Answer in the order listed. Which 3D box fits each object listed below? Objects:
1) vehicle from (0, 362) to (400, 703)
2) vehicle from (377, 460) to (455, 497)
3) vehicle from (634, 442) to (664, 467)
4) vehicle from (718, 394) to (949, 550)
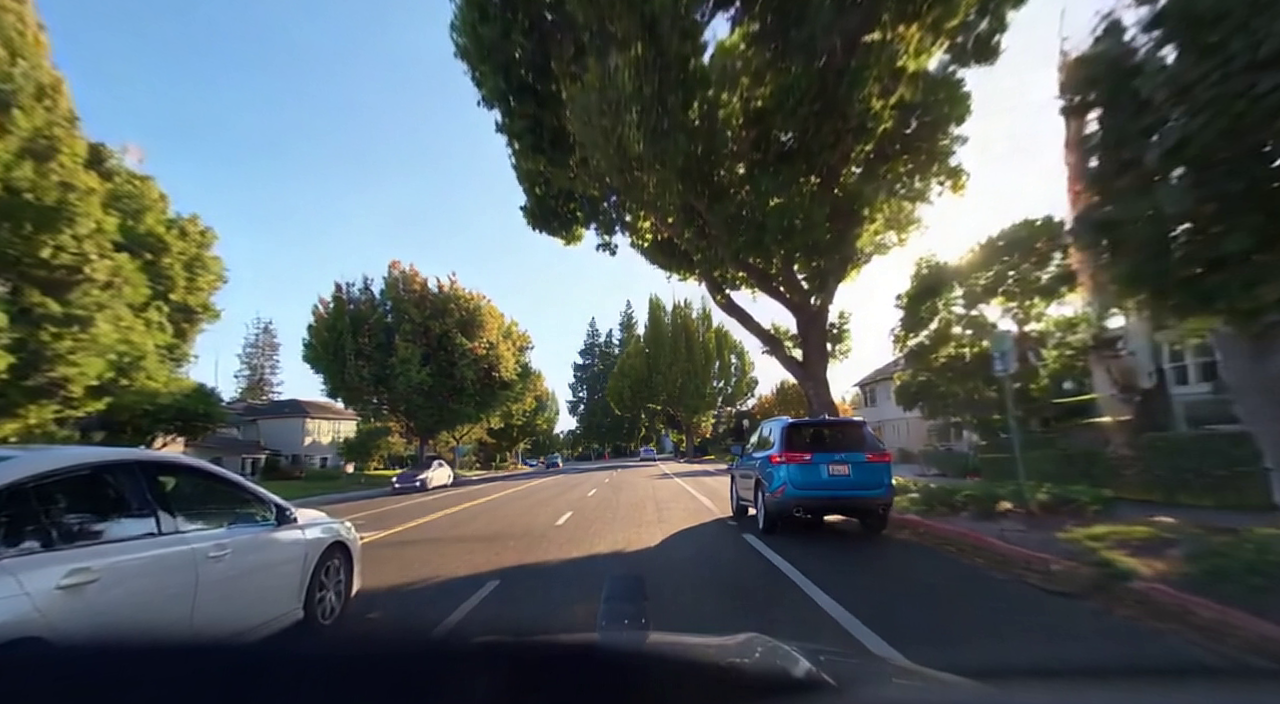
[{"bbox_3d":[-3.204,1.048,3.274,2.058,1.659,4.514,0,-9,1],"label":"vehicle"},{"bbox_3d":[-10.364,5.867,29.565,1.893,1.441,4.604,-1,-9,2],"label":"vehicle"},{"bbox_3d":[0.628,7.649,47.229,2.138,1.729,4.178,0,-9,0],"label":"vehicle"},{"bbox_3d":[2.939,2.033,11.331,2.338,2.063,5.592,0,-9,0],"label":"vehicle"}]
